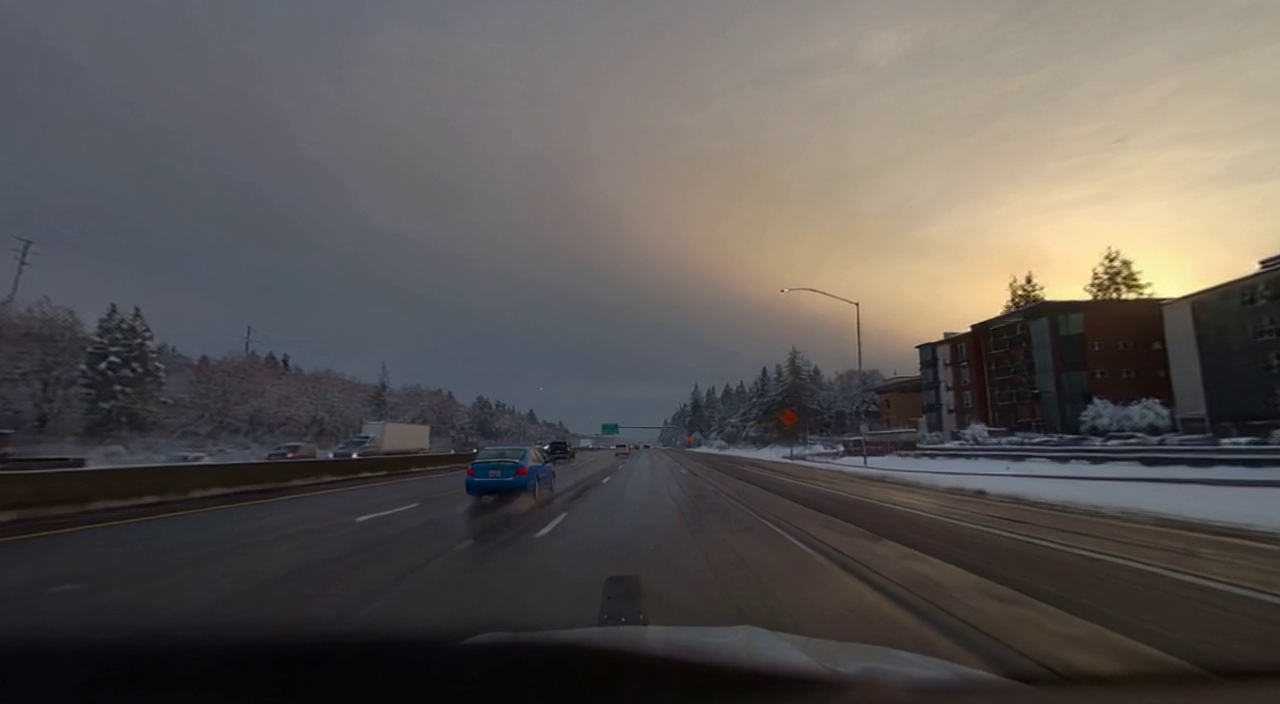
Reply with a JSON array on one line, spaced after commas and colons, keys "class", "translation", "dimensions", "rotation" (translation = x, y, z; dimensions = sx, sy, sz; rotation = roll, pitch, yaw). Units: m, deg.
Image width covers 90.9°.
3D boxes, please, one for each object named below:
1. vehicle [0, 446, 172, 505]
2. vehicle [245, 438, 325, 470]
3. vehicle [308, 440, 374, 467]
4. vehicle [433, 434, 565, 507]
[{"class": "vehicle", "translation": [-16.802, 3.550, 18.672], "dimensions": [1.980, 1.500, 4.894], "rotation": [0, -9, 2]}, {"class": "vehicle", "translation": [-23.915, 6.913, 42.775], "dimensions": [2.198, 2.010, 5.484], "rotation": [0, -9, 1]}, {"class": "vehicle", "translation": [-20.232, 6.886, 42.920], "dimensions": [2.045, 1.748, 4.757], "rotation": [0, -9, 1]}, {"class": "vehicle", "translation": [-3.371, 2.960, 16.280], "dimensions": [2.144, 1.565, 4.951], "rotation": [0, -9, 1]}]
